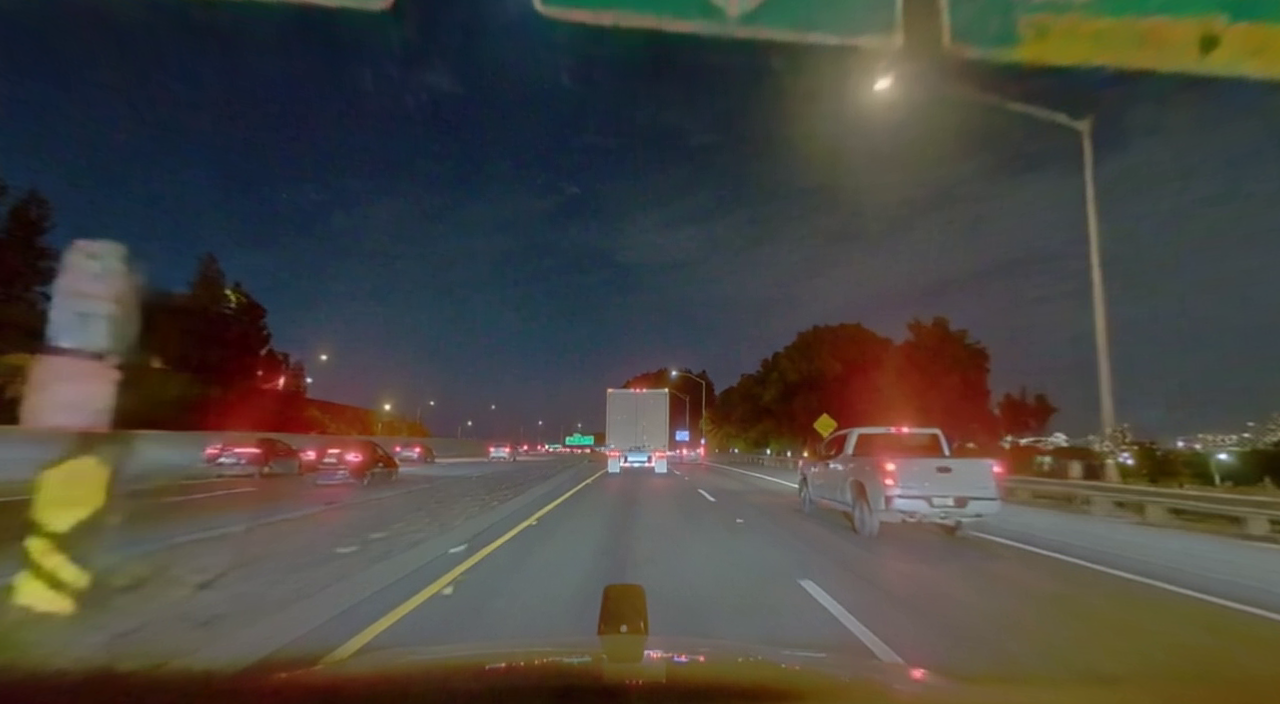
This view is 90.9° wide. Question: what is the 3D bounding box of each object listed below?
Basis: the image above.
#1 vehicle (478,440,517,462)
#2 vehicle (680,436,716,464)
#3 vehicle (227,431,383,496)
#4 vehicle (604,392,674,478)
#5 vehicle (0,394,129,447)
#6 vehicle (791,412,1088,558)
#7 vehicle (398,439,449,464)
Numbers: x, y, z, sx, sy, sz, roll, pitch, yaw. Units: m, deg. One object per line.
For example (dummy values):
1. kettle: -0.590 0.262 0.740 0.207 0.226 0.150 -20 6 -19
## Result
1. vehicle: -10.619 7.401 47.275 2.057 1.506 4.829 0 -8 -3
2. vehicle: 4.438 7.586 48.960 2.174 1.968 5.016 0 -8 -2
3. vehicle: -9.039 3.030 17.565 2.006 1.562 4.475 0 -8 -2
4. vehicle: -0.125 4.265 31.969 2.916 3.584 10.841 0 -8 -1
5. vehicle: -44.389 5.458 48.881 2.912 3.705 8.180 0 -8 -3
6. vehicle: 4.151 1.944 10.060 2.189 1.709 5.131 0 -8 0
7. vehicle: -13.778 6.334 40.356 1.906 1.510 4.303 0 -8 -2
